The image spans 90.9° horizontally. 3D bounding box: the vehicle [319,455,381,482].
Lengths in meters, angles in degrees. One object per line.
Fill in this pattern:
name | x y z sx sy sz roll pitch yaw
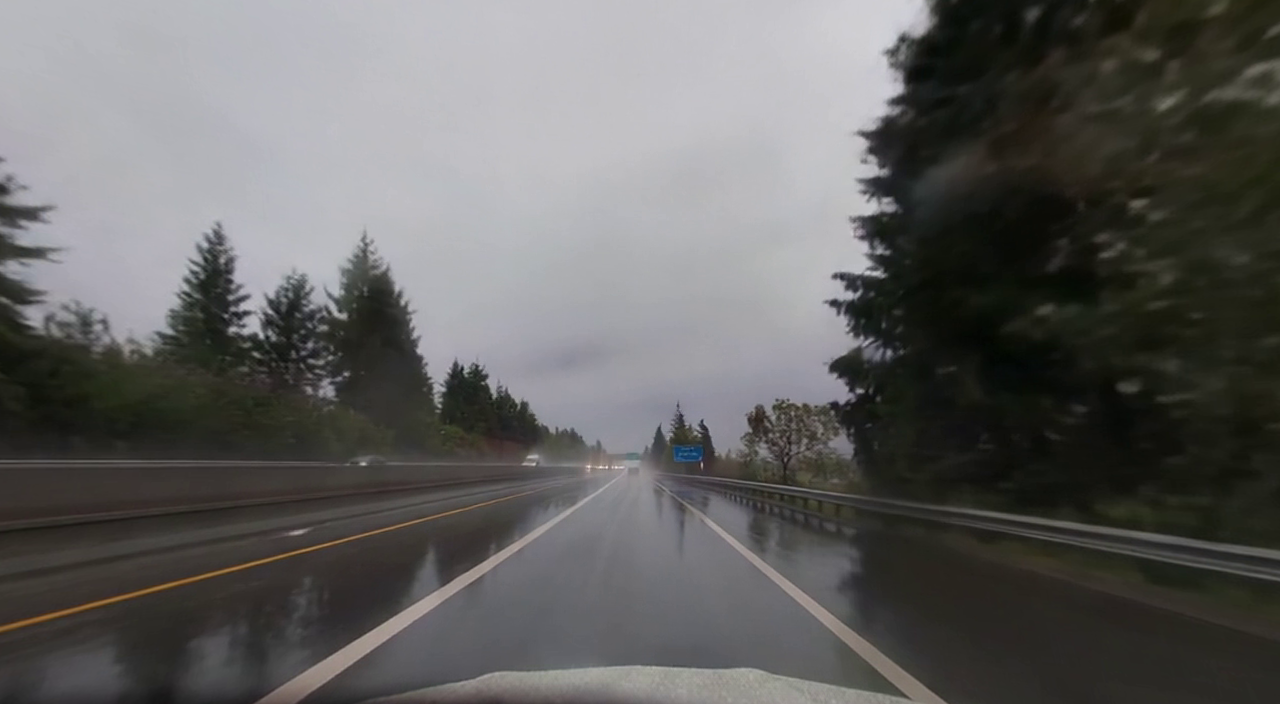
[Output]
vehicle | -16.733 6.749 36.528 1.731 1.446 3.733 1 -10 0
